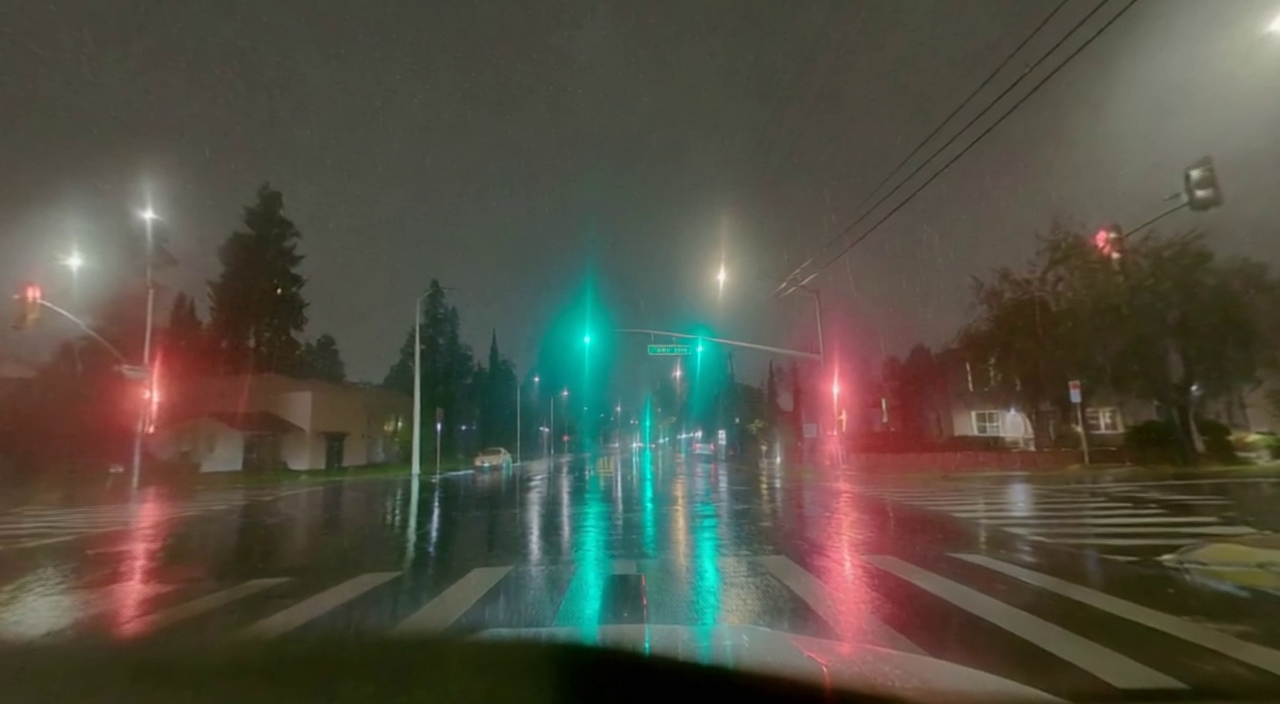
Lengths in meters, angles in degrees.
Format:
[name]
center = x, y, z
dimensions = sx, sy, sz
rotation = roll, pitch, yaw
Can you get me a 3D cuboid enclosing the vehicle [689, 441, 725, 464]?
[vehicle]
center = 4.517, 6.801, 42.782
dimensions = 1.987, 1.466, 4.389
rotation = 0, -8, 0
